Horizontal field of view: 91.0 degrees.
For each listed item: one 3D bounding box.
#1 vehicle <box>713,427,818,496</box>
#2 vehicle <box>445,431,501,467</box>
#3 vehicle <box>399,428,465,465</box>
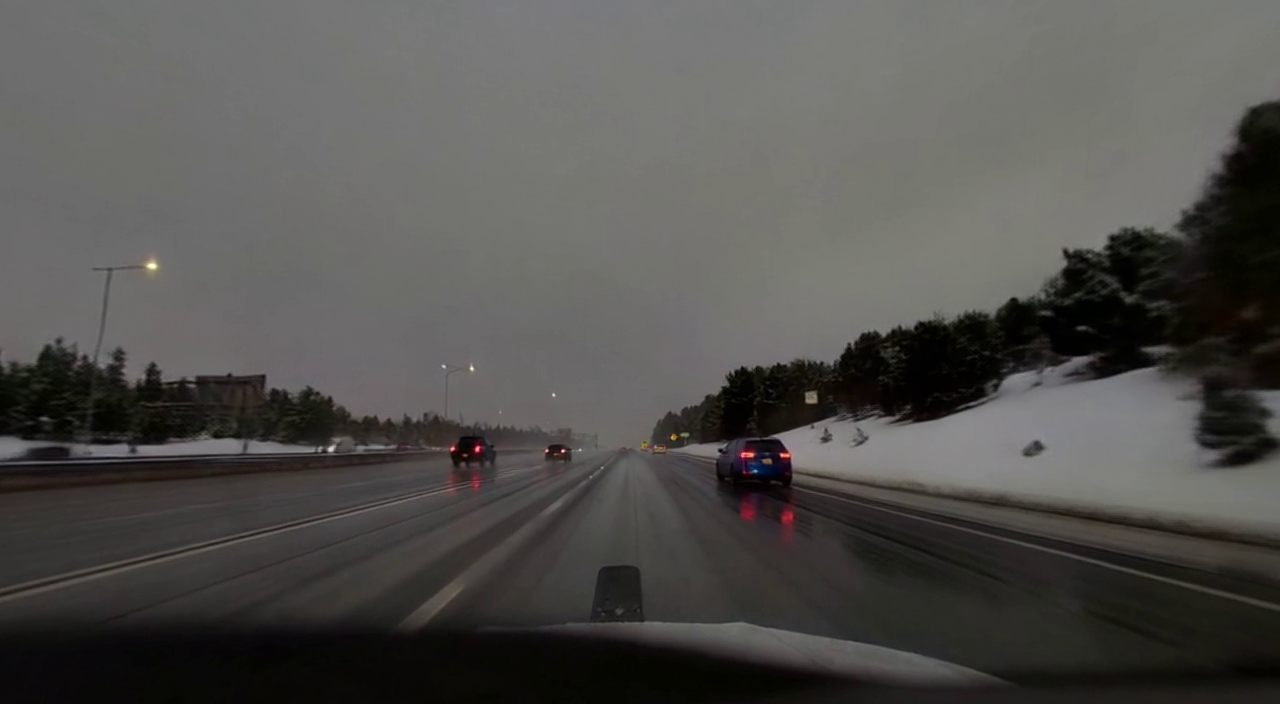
[{"bbox_3d":[3.767,3.417,19.924,2.184,1.892,4.763,1,-9,-2],"label":"vehicle"},{"bbox_3d":[-11.146,6.513,42.456,2.261,2.230,5.435,0,-9,0],"label":"vehicle"},{"bbox_3d":[-15.075,6.906,46.089,2.647,2.508,6.337,0,-9,0],"label":"vehicle"}]
